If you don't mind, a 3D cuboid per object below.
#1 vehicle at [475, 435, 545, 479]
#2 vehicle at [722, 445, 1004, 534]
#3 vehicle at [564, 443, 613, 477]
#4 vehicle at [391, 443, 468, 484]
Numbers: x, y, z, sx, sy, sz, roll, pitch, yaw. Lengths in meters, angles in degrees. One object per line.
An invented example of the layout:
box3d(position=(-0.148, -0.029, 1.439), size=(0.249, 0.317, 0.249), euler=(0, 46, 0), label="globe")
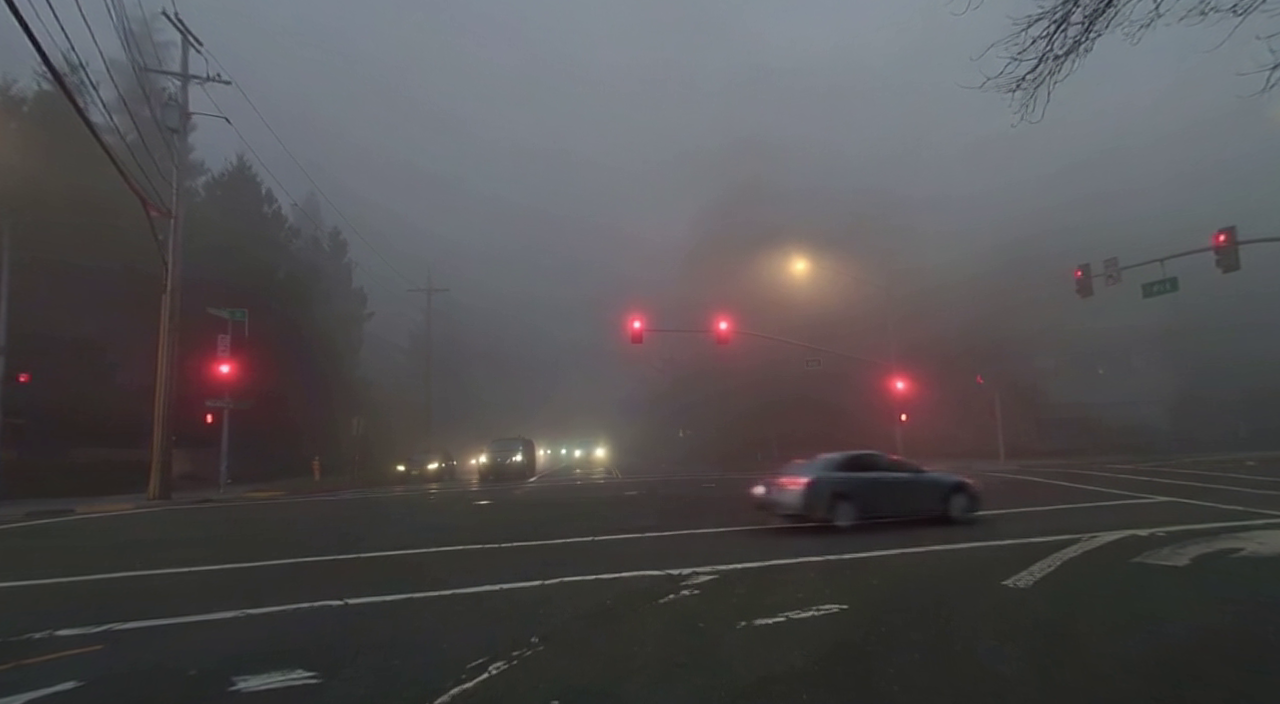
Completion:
box3d(position=(-6.400, 5.246, 31.777), size=(2.479, 1.977, 5.254), euler=(0, -9, -1), label="vehicle")
box3d(position=(4.036, 2.441, 11.748), size=(4.443, 1.367, 2.197), euler=(2, -9, -16), label="vehicle")
box3d(position=(-2.425, 5.231, 30.930), size=(2.174, 1.477, 4.805), euler=(0, -9, -2), label="vehicle")
box3d(position=(-10.179, 5.401, 30.982), size=(2.241, 1.819, 4.690), euler=(0, -9, -1), label="vehicle")
